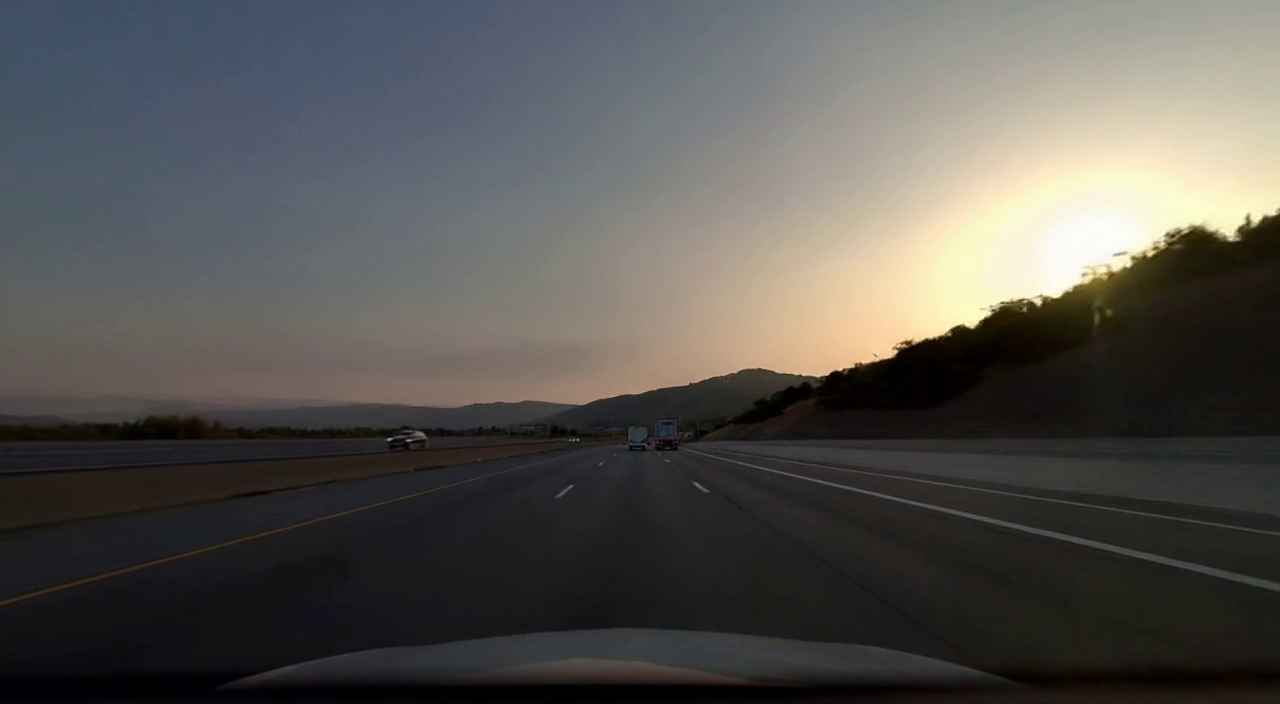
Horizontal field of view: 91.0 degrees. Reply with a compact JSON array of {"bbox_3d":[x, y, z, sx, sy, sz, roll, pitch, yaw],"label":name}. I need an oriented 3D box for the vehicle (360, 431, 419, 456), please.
[{"bbox_3d":[-16.038,5.890,40.554,1.904,1.543,4.637,0,-8,-1],"label":"vehicle"}]
